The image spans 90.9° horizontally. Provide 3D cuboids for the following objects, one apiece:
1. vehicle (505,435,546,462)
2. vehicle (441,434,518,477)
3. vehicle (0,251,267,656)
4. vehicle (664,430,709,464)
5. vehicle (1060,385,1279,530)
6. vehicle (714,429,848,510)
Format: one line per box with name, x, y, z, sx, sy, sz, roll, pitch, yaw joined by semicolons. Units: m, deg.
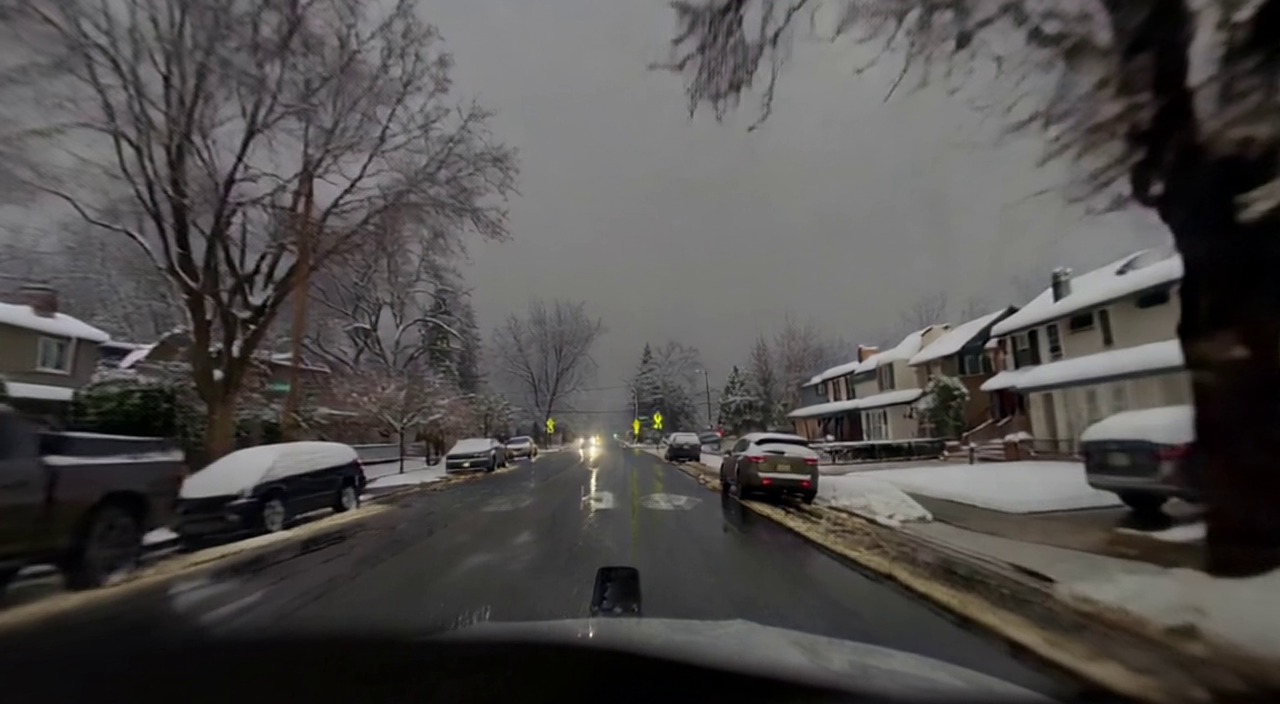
vehicle;-6.749;5.705;37.548;1.842;1.540;3.704;0;-7;-2
vehicle;-6.147;3.984;24.847;1.972;1.502;5.530;0;-7;-4
vehicle;-5.465;0.697;4.322;2.270;2.706;5.871;0;-8;-2
vehicle;2.365;5.000;33.292;1.997;1.663;4.544;0;-8;-1
vehicle;8.937;1.484;9.109;4.176;1.855;2.122;-3;-8;16
vehicle;3.059;2.619;14.873;1.875;1.568;4.899;1;-7;-2
